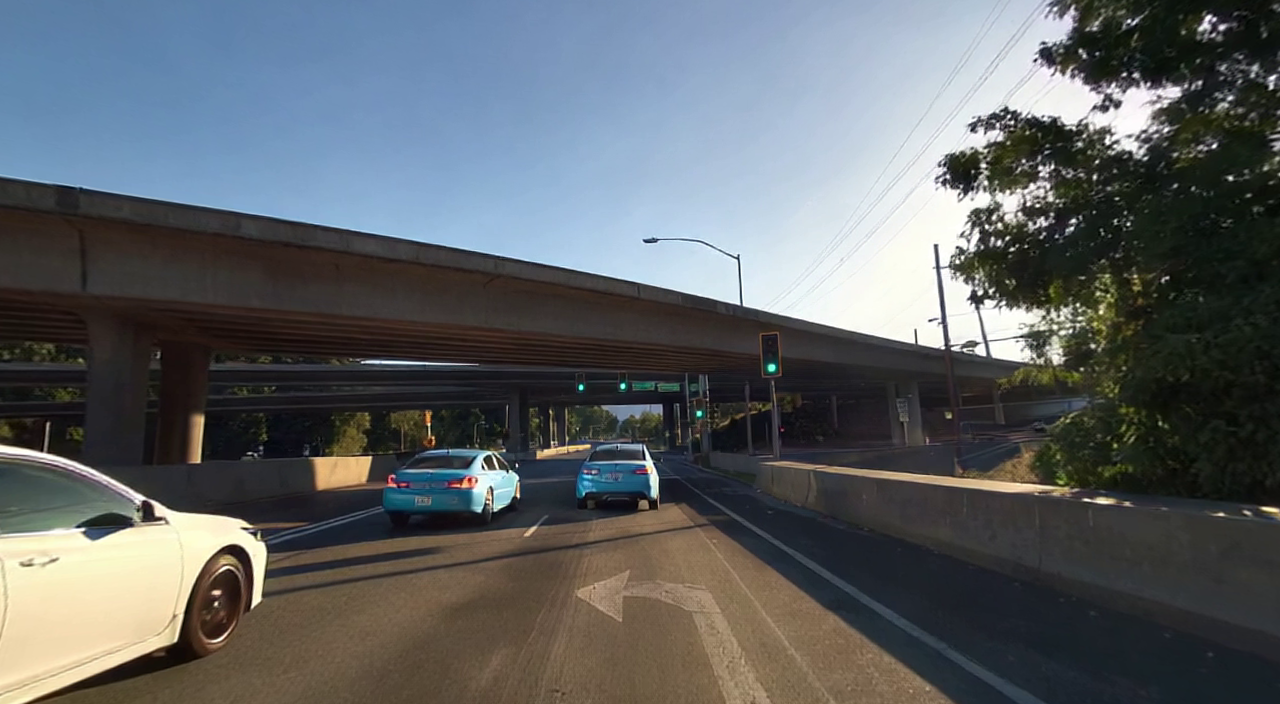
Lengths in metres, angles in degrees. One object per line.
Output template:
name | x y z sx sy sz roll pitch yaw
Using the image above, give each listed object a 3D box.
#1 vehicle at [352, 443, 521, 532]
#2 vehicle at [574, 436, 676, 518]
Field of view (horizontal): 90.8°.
vehicle | -3.745 2.536 12.520 1.946 1.437 4.154 0 -8 0
vehicle | -0.318 2.731 14.294 1.985 1.565 3.968 0 -8 -1
